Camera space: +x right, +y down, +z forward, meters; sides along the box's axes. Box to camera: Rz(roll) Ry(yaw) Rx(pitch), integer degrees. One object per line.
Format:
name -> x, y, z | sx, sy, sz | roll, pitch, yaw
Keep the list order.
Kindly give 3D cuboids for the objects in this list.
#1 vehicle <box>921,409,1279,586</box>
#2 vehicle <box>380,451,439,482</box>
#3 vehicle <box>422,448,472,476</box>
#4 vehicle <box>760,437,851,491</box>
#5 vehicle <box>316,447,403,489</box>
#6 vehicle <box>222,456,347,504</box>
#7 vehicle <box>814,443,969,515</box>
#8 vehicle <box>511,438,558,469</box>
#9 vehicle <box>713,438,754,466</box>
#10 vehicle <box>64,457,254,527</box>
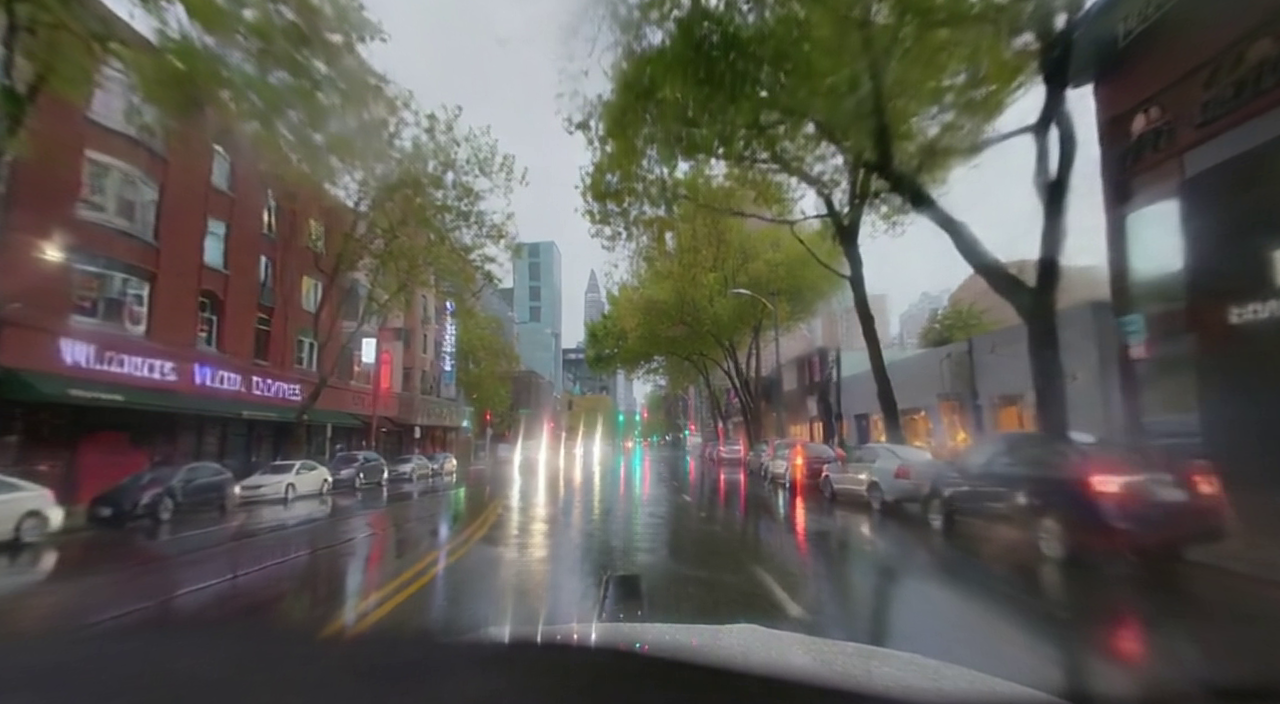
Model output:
vehicle -> 6.009, 1.812, 8.758 | 1.991, 1.771, 4.604 | 0, -8, -1
vehicle -> -12.464, 6.187, 34.406 | 1.774, 1.570, 3.900 | 0, -8, 0
vehicle -> -12.156, 6.916, 40.103 | 1.894, 1.654, 3.944 | 0, -8, 0
vehicle -> 5.548, 3.806, 21.801 | 1.899, 1.642, 4.463 | 0, -8, 0
vehicle -> -12.028, 4.985, 27.424 | 1.834, 1.643, 4.110 | 0, -8, 1
vehicle -> -12.531, 4.504, 22.669 | 1.868, 1.418, 4.415 | -2, -9, 1
vehicle -> 5.831, 2.955, 15.363 | 1.787, 1.463, 4.506 | 0, -8, -2
vehicle -> -6.381, 6.192, 38.733 | 2.095, 1.759, 4.413 | 0, -8, 1
vehicle -> 6.028, 6.483, 41.215 | 2.047, 1.720, 4.353 | 0, -8, 0
vehicle -> -12.494, 3.613, 16.816 | 1.800, 1.532, 4.110 | 0, -8, 0
